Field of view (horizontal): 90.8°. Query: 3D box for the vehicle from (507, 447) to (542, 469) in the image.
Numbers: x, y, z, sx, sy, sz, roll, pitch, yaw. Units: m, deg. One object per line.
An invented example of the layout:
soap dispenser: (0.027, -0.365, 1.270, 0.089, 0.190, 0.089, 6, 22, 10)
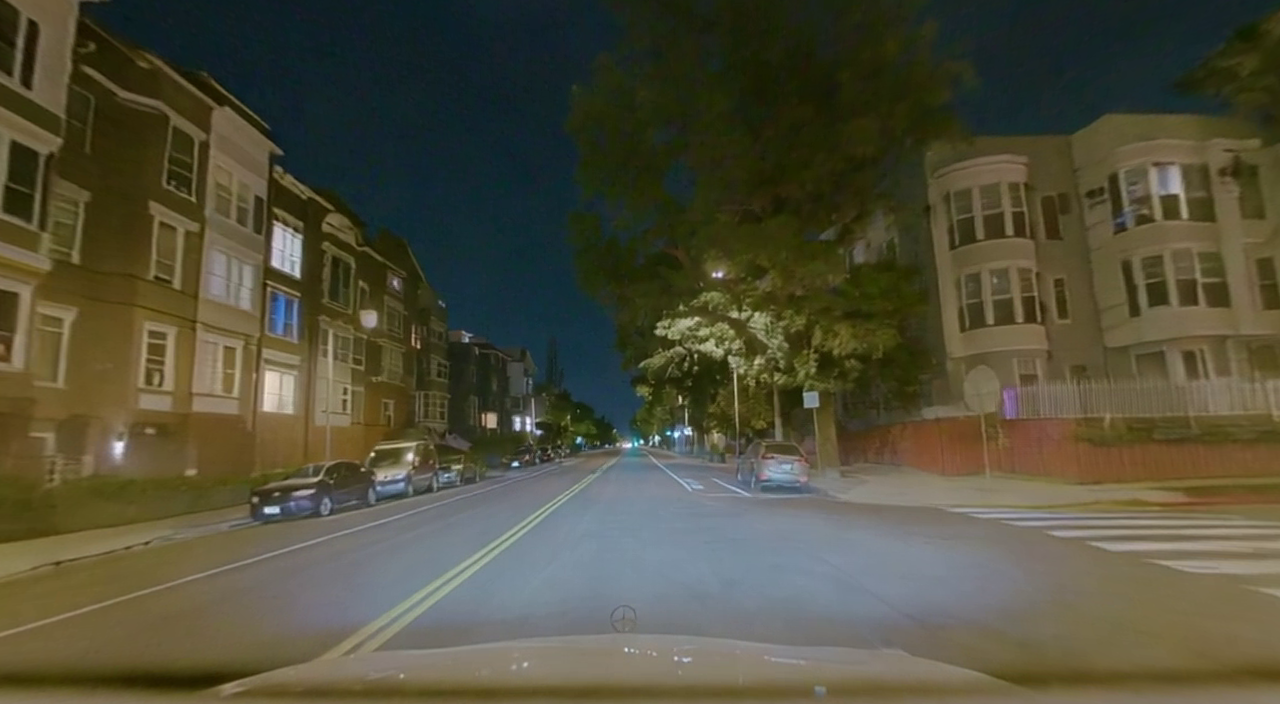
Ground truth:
vehicle: (-8.307, 7.640, 45.654, 1.852, 1.482, 3.916, -1, -9, -2)

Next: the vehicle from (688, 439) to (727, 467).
vehicle: (4.018, 6.052, 38.020, 1.845, 1.556, 3.929, 0, -8, -1)

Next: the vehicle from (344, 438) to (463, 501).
vehicle: (-7.906, 3.978, 21.796, 2.283, 1.853, 4.903, -1, -9, -1)

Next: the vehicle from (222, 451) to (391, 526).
vehicle: (-8.061, 3.286, 15.844, 1.967, 1.517, 4.360, 0, -8, -2)

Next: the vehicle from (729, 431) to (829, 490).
vehicle: (4.305, 3.445, 20.364, 2.034, 1.674, 4.271, 0, -8, -3)
